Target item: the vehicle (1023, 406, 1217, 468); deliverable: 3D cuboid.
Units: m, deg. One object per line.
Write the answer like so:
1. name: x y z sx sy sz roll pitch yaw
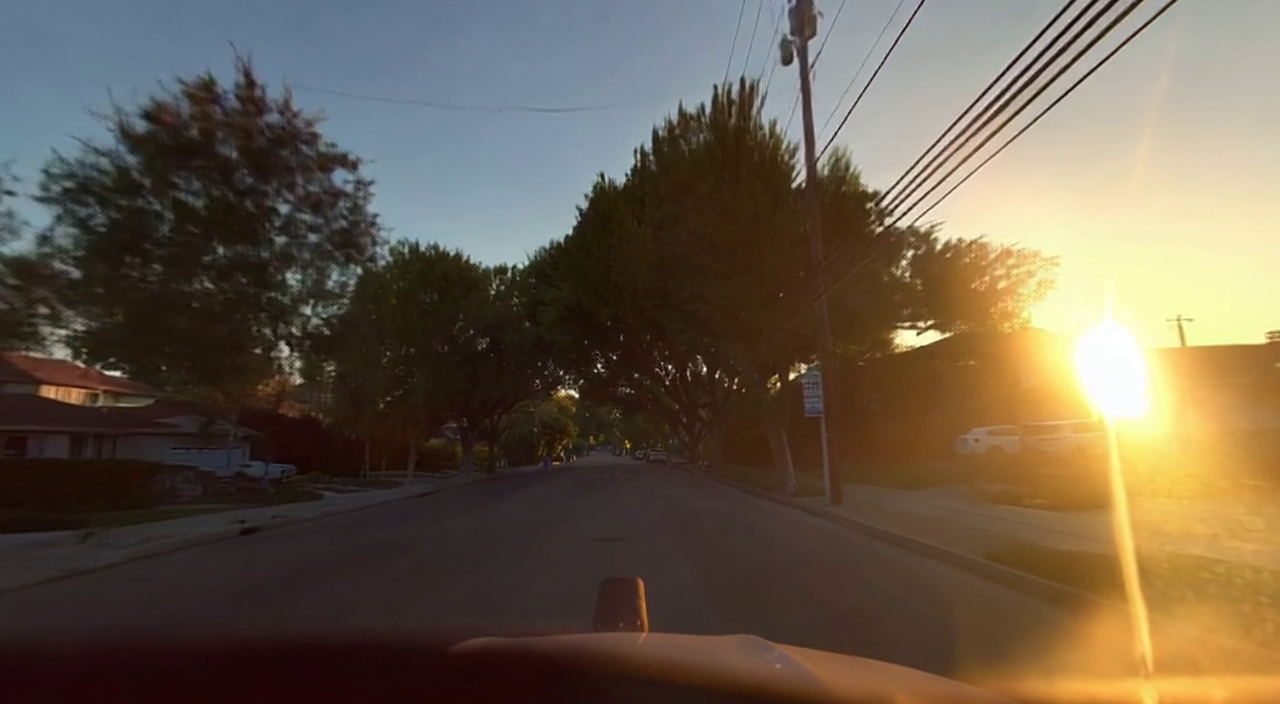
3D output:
1. vehicle: 15.193 2.736 20.182 4.562 1.832 1.987 1 -9 -3

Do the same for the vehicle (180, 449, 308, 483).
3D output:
1. vehicle: -17.919 5.138 28.727 4.519 1.426 1.903 9 -12 -43
